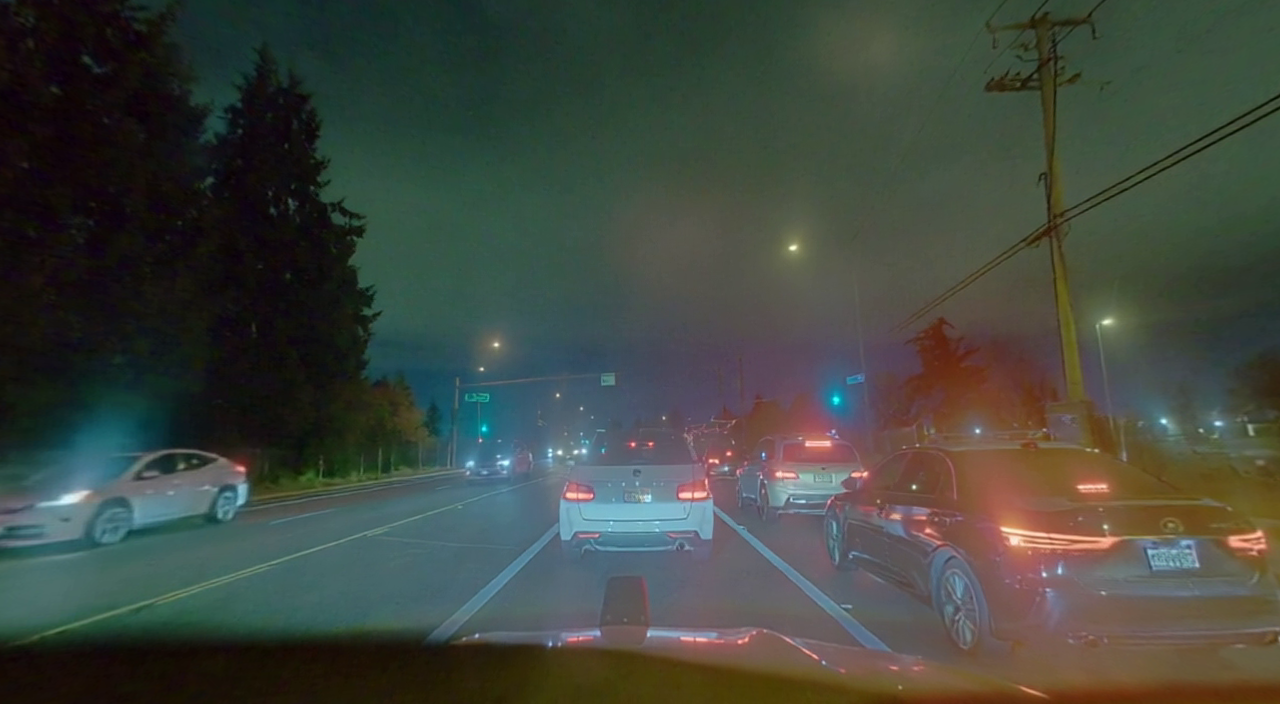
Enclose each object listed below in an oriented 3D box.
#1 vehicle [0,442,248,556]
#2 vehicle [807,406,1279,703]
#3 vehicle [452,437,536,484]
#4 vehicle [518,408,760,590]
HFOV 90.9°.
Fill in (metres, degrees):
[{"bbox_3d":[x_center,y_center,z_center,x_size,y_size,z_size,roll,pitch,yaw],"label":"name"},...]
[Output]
[{"bbox_3d":[-10.036,2.599,12.029,2.003,1.705,4.747,0,-8,1],"label":"vehicle"},{"bbox_3d":[2.881,1.306,4.988,1.950,1.487,4.275,0,-8,0],"label":"vehicle"},{"bbox_3d":[-5.955,4.493,26.375,2.253,1.751,4.700,-1,-8,2],"label":"vehicle"},{"bbox_3d":[0.005,1.658,7.909,2.200,1.653,4.127,0,-8,1],"label":"vehicle"}]
